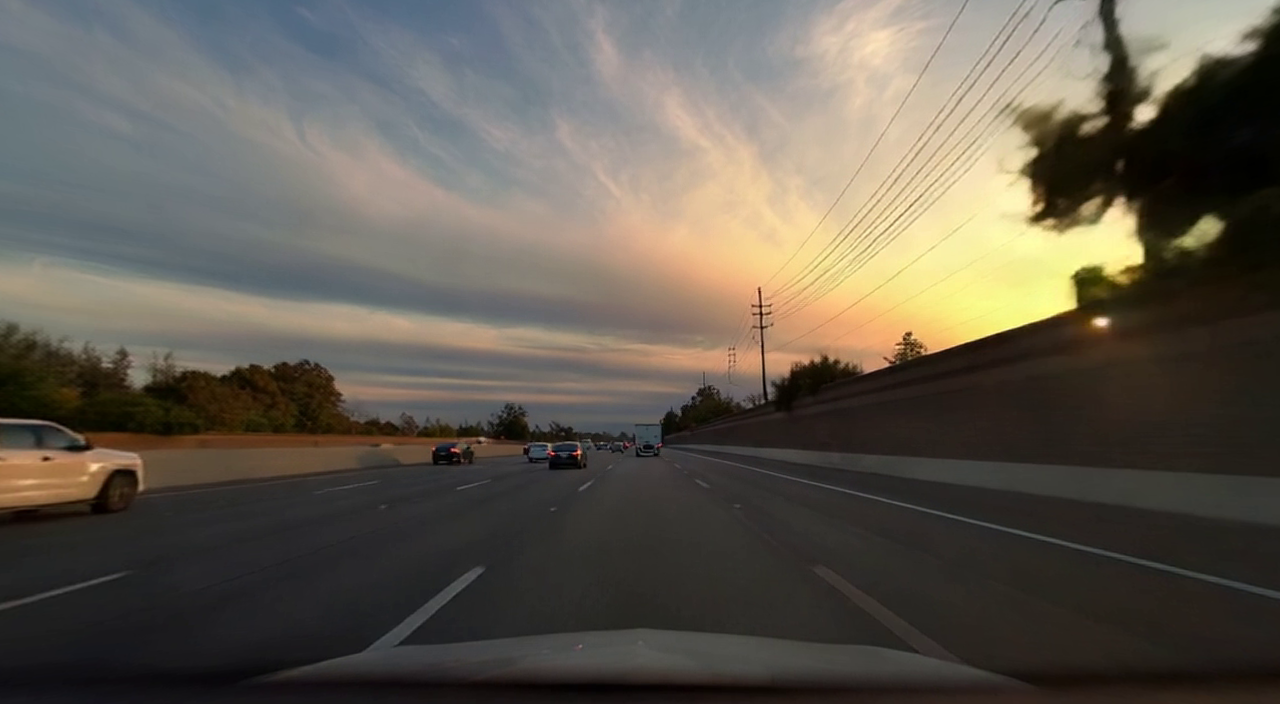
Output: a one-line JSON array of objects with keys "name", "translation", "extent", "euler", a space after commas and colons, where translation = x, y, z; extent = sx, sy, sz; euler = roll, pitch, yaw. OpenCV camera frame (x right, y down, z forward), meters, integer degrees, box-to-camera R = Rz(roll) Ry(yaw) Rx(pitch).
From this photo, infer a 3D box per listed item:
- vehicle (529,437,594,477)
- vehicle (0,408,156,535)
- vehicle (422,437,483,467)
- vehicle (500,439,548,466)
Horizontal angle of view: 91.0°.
[{"name": "vehicle", "translation": [-3.189, 4.429, 26.719], "extent": [2.045, 1.532, 4.954], "euler": [0, -9, 1]}, {"name": "vehicle", "translation": [-10.603, 1.759, 9.247], "extent": [2.310, 1.853, 5.817], "euler": [0, -9, 1]}, {"name": "vehicle", "translation": [-10.842, 5.823, 36.790], "extent": [2.058, 1.621, 4.739], "euler": [0, -9, 1]}, {"name": "vehicle", "translation": [-6.856, 5.999, 37.705], "extent": [1.946, 1.514, 4.687], "euler": [0, -9, 1]}]
